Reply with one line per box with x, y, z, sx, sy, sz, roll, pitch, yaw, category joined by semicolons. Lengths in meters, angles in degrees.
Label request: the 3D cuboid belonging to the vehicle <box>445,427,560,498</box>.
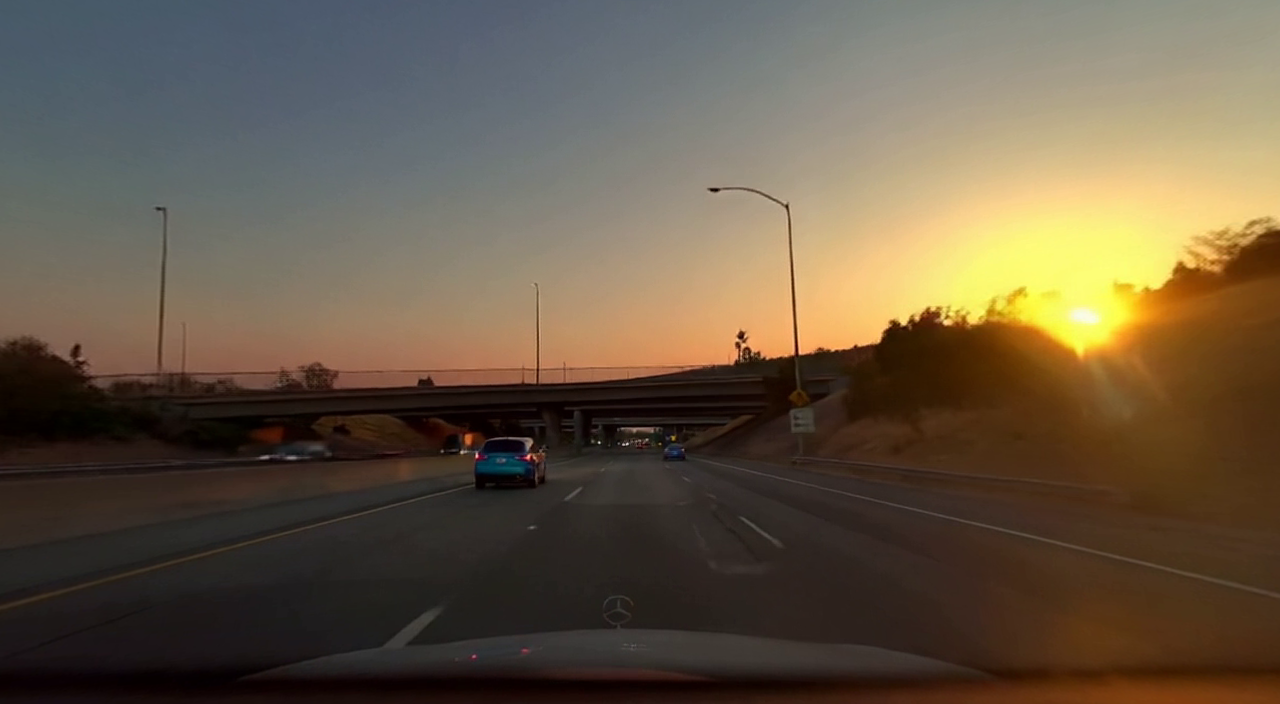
-3.795;3.191;18.593;2.205;1.773;5.124;0;-9;0;vehicle

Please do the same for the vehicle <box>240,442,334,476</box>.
-18.831;5.717;34.012;2.110;1.695;5.087;0;-9;0;vehicle
